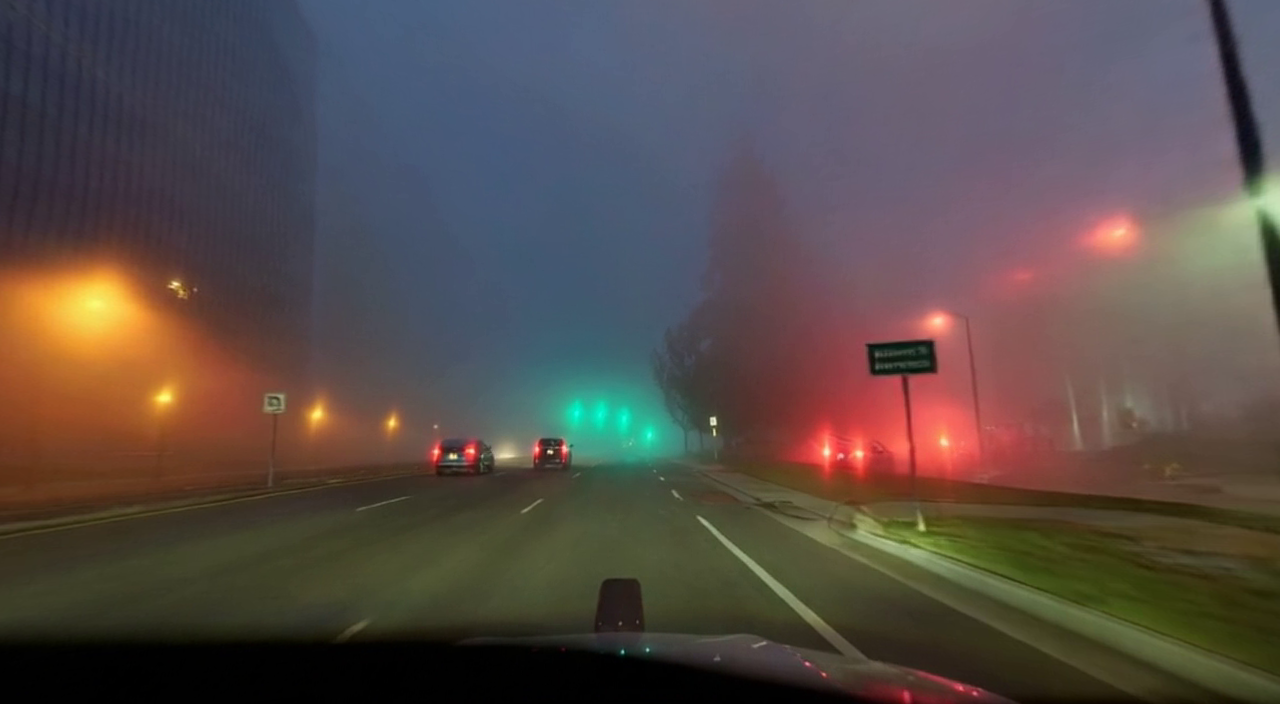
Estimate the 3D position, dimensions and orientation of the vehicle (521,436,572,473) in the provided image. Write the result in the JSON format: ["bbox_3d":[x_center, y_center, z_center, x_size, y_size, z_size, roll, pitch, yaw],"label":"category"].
[{"bbox_3d":[-4.653,5.186,32.058,2.052,1.729,4.195,0,-9,-1],"label":"vehicle"}]

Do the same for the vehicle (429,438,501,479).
[{"bbox_3d":[-7.510,4.608,27.584,1.909,1.605,4.561,0,-9,-1],"label":"vehicle"}]

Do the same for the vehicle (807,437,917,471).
[{"bbox_3d":[10.533,4.875,30.255,4.513,1.541,1.948,-1,-9,4],"label":"vehicle"}]
